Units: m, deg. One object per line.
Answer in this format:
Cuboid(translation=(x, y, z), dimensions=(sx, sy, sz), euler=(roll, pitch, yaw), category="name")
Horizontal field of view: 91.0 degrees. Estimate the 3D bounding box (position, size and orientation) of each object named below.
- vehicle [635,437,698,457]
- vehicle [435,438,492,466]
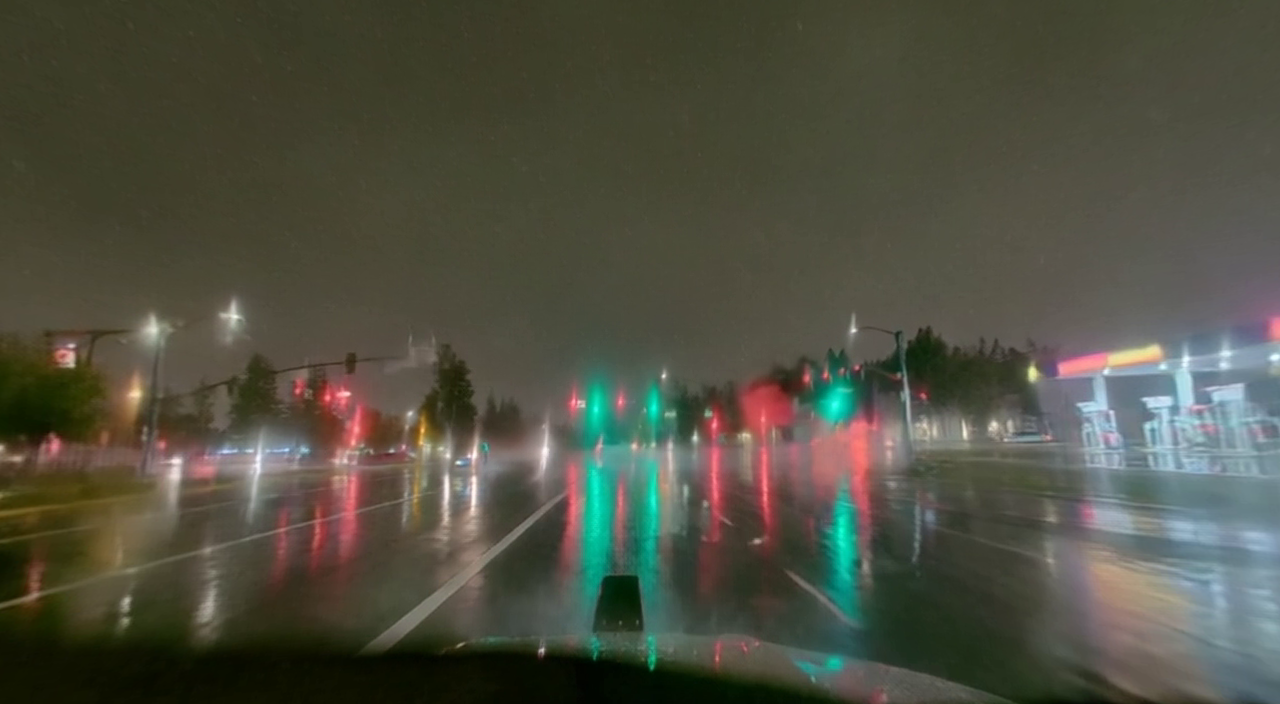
Cuboid(translation=(2.104, 7.470, 49.575), dimensions=(4.885, 1.503, 1.845), euler=(-1, -8, 3), category="vehicle")
Cuboid(translation=(-10.166, 5.786, 36.606), dimensions=(1.899, 1.460, 4.880), euler=(0, -8, 0), category="vehicle")
